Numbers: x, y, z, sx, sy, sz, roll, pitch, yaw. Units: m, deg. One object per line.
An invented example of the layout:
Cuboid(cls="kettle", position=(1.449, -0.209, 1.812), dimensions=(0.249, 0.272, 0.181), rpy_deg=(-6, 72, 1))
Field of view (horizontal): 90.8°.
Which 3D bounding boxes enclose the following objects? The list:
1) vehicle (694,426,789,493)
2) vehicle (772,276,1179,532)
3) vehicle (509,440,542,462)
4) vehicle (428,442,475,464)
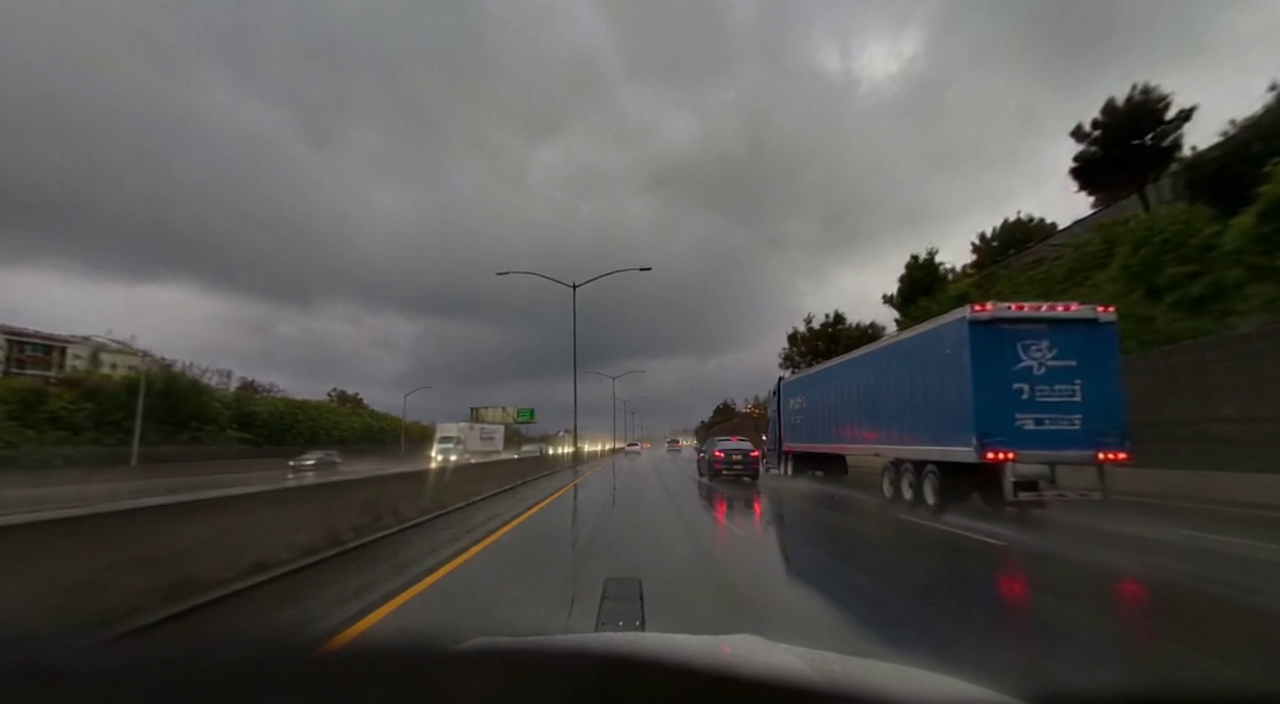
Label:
Cuboid(cls="vehicle", position=(2.832, 3.133, 18.701), dimensions=(1.973, 1.710, 4.476), rpy_deg=(0, -8, -1))
Cuboid(cls="vehicle", position=(6.775, 1.848, 17.299), dimensions=(2.864, 4.060, 14.637), rpy_deg=(0, -8, -1))
Cuboid(cls="vehicle", position=(-7.786, 6.749, 43.255), dimensions=(1.613, 1.392, 3.376), rpy_deg=(0, -8, 1))
Cuboid(cls="vehicle", position=(-14.666, 7.900, 49.492), dimensions=(1.937, 1.618, 5.347), rpy_deg=(0, -9, 1))
